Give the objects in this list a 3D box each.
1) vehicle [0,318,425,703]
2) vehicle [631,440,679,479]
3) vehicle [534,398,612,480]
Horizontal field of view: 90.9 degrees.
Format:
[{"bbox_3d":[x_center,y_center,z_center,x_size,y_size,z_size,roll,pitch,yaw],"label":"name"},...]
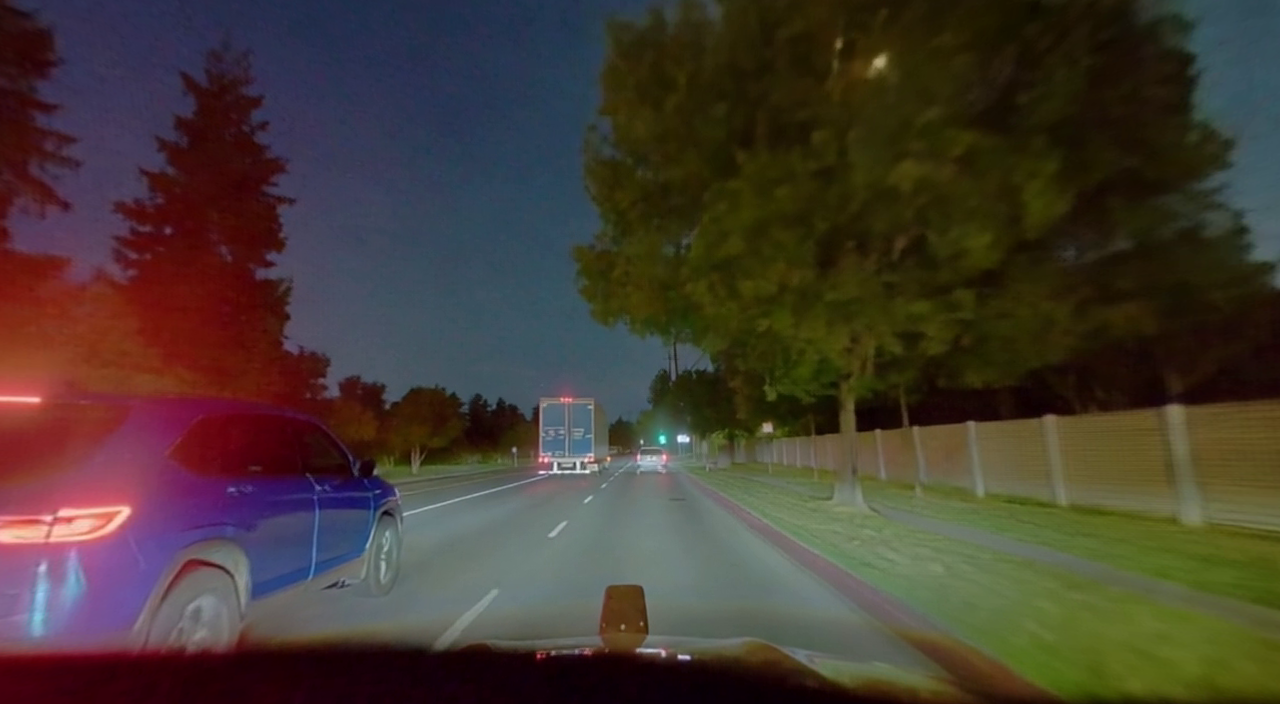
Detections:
[{"bbox_3d":[-3.330,1.095,4.236,2.093,1.832,4.508,1,-9,1],"label":"vehicle"},{"bbox_3d":[0.728,5.253,31.111,2.174,1.749,4.113,1,-9,1],"label":"vehicle"},{"bbox_3d":[-3.229,4.618,33.191,2.928,3.658,8.980,1,-9,1],"label":"vehicle"}]
